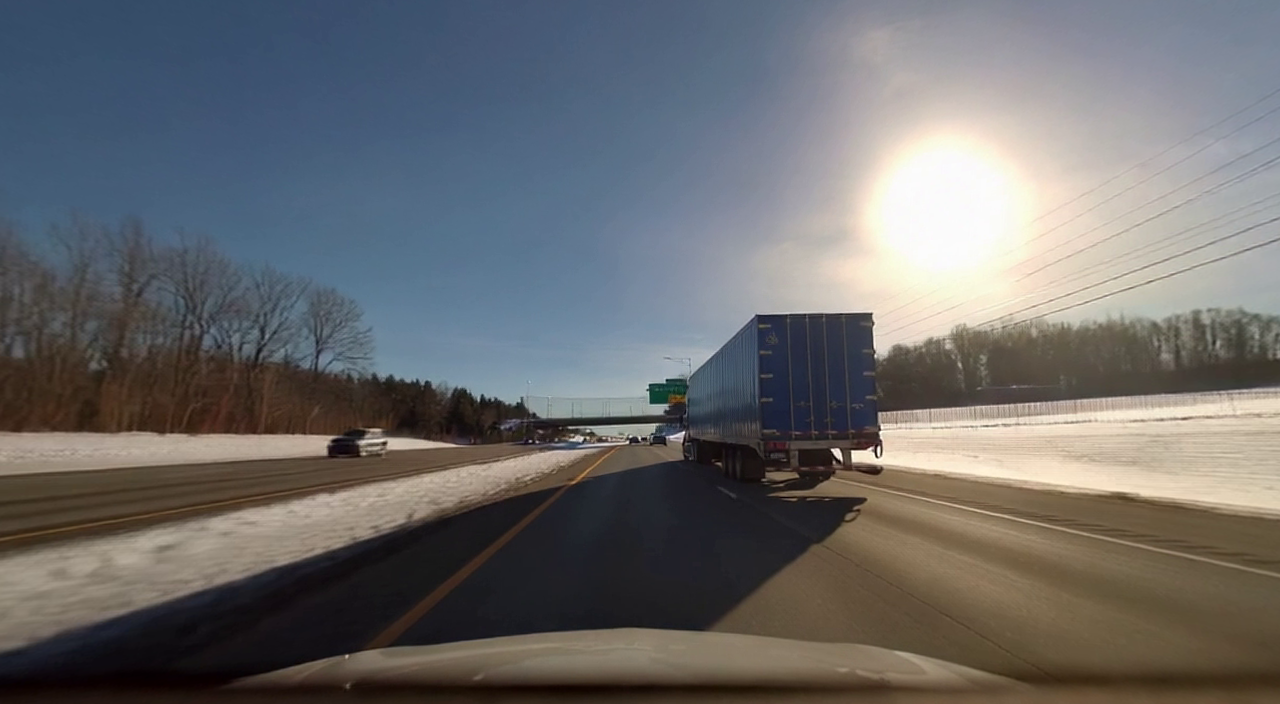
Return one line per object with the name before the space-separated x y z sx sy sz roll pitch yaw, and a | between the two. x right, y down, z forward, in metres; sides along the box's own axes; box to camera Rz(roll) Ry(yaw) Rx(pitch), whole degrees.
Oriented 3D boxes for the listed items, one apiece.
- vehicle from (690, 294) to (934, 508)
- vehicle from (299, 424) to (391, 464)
vehicle | 4.072 2.086 21.100 3.203 4.273 17.131 0 -8 -1
vehicle | -12.580 3.948 27.129 1.881 1.571 4.245 0 -8 0
